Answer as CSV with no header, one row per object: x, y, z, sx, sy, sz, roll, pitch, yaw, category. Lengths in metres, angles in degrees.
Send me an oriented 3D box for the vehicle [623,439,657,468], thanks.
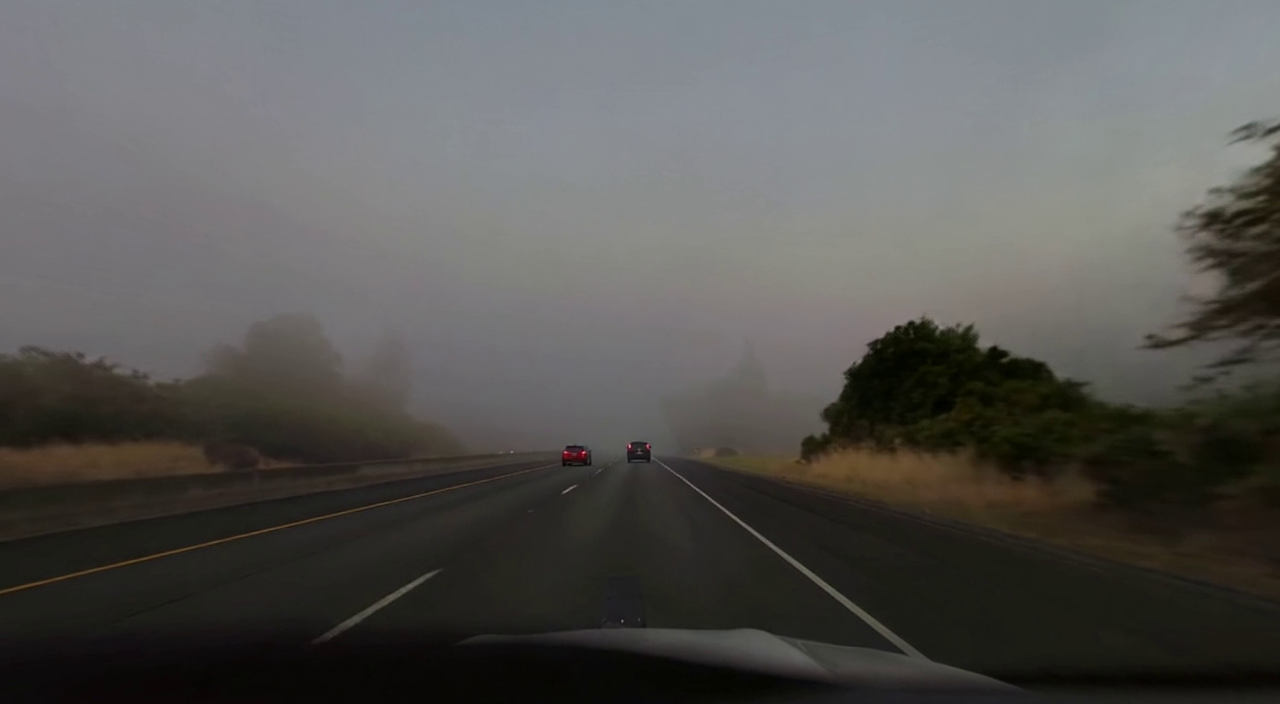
-0.035,6.686,41.699,2.126,1.786,3.958,0,-9,-1,vehicle

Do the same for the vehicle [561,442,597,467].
-4.247,7.221,44.507,2.113,1.656,4.215,0,-9,0,vehicle
